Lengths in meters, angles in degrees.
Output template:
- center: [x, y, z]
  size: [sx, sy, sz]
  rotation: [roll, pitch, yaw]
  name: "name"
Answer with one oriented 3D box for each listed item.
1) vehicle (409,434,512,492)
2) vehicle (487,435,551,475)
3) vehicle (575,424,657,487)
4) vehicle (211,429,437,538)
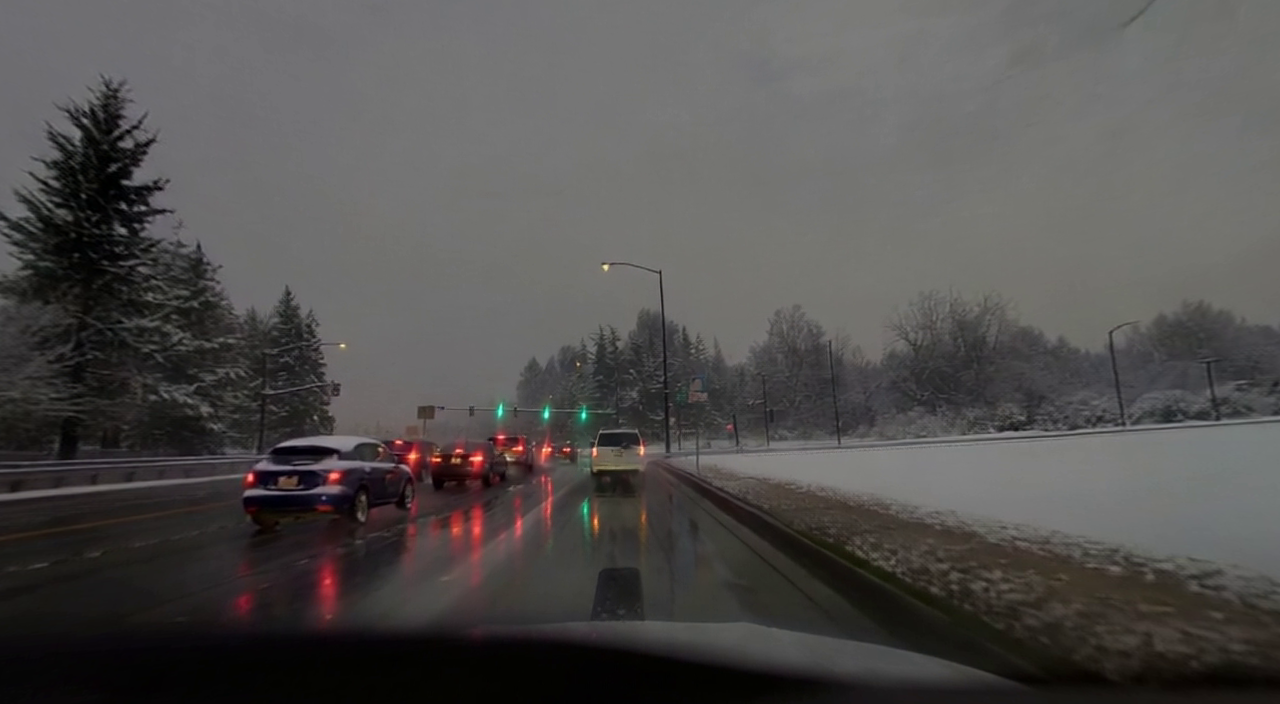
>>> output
- center: [-5.632, 3.541, 20.517]
  size: [2.010, 1.674, 4.484]
  rotation: [0, -9, 0]
  name: "vehicle"
- center: [-5.724, 4.947, 30.496]
  size: [2.188, 1.774, 4.477]
  rotation: [0, -9, 0]
  name: "vehicle"
- center: [-0.781, 3.348, 20.638]
  size: [2.368, 1.829, 4.293]
  rotation: [0, -9, -2]
  name: "vehicle"
- center: [-5.424, 2.295, 11.618]
  size: [2.069, 1.616, 4.108]
  rotation: [0, -9, -1]
  name: "vehicle"
